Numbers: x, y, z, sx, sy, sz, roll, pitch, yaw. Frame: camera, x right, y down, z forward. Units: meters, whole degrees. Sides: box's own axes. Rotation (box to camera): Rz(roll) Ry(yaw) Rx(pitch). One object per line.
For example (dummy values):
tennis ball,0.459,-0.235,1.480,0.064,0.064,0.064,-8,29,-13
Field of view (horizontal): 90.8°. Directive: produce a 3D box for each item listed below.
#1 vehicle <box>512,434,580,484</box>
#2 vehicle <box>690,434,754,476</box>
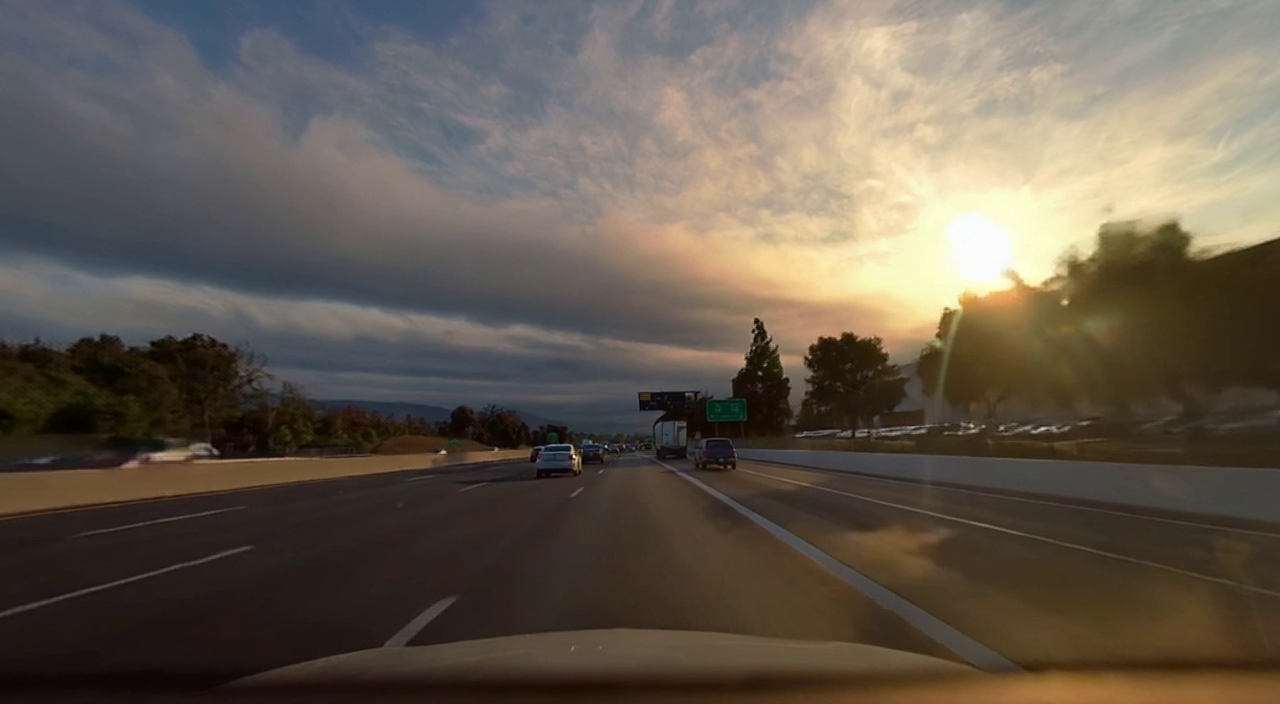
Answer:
vehicle,-3.565,4.162,24.799,1.987,1.765,4.508,0,-8,0
vehicle,3.715,4.775,29.535,2.198,1.807,4.530,0,-9,-2
